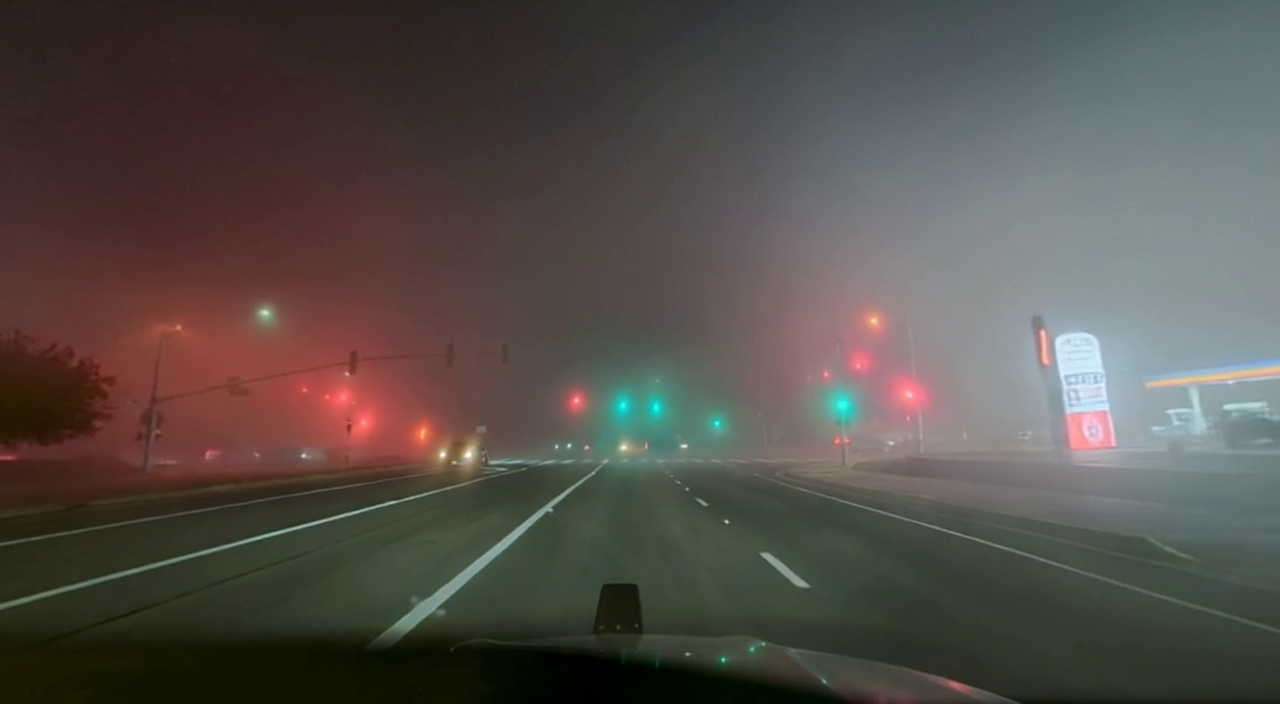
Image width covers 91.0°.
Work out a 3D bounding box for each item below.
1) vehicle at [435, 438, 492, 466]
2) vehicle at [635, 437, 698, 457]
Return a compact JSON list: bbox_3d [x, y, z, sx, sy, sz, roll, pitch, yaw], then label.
[{"bbox_3d":[-10.166,5.786,36.606,1.899,1.460,4.880,0,-8,0],"label":"vehicle"},{"bbox_3d":[2.104,7.470,49.575,4.885,1.503,1.845,-1,-8,3],"label":"vehicle"}]
